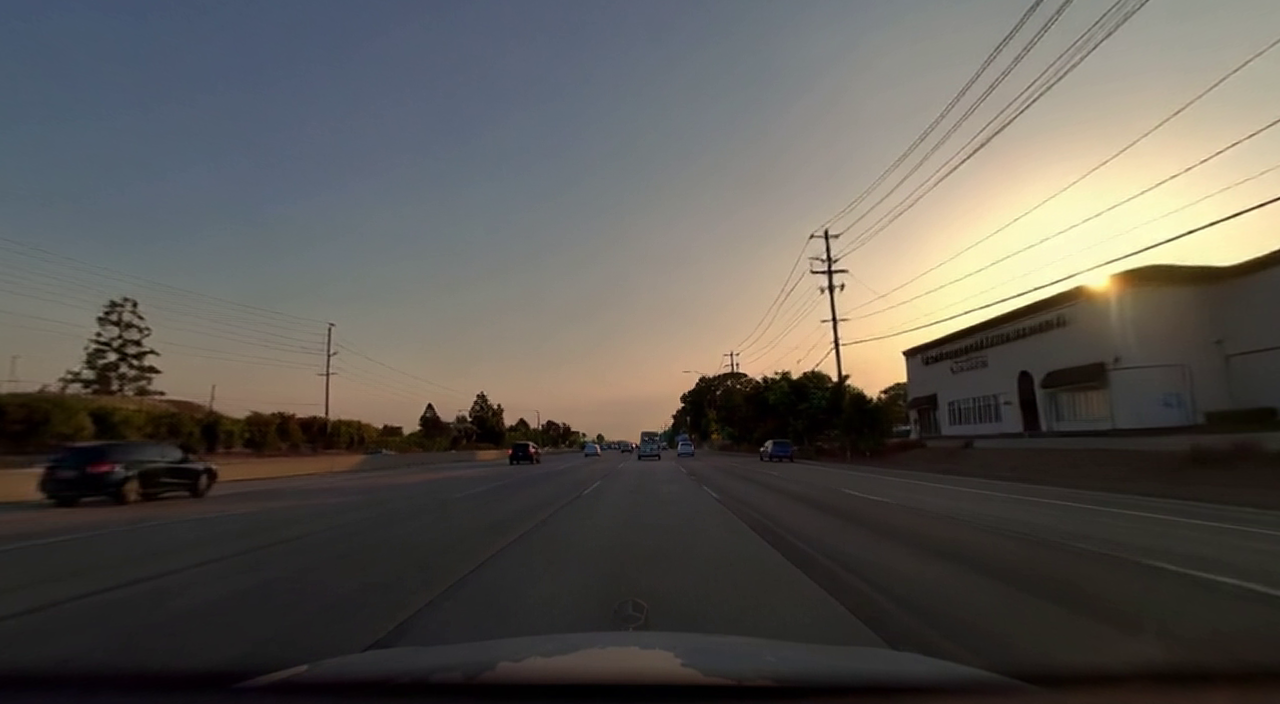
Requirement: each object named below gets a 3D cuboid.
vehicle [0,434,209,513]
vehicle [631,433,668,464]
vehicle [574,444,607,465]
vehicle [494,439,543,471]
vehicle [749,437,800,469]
[{"bbox_3d":[-14.686,3.226,17.390,2.149,1.846,4.713,-1,-8,1],"label":"vehicle"},{"bbox_3d":[0.683,7.354,48.150,2.622,2.208,5.320,0,-8,0],"label":"vehicle"},{"bbox_3d":[-3.530,7.415,45.711,1.979,1.469,4.378,0,-8,1],"label":"vehicle"},{"bbox_3d":[-7.145,6.119,37.603,2.007,1.732,4.395,0,-8,1],"label":"vehicle"},{"bbox_3d":[7.586,5.747,35.974,1.937,1.698,4.322,0,-8,-1],"label":"vehicle"}]
